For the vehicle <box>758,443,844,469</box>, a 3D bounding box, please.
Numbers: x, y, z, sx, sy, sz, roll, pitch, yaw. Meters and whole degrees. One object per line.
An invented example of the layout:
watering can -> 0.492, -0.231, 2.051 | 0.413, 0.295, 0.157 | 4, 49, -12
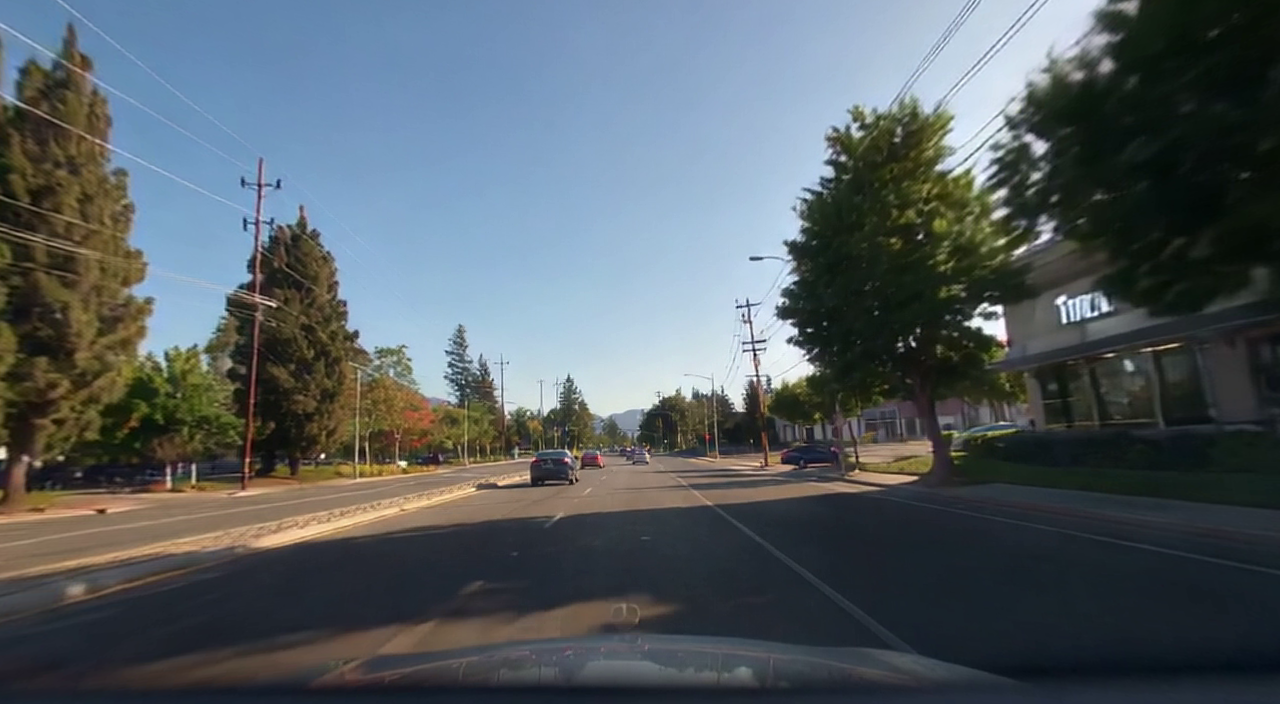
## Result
vehicle -> 10.303, 6.668, 40.509 | 4.885, 1.576, 2.024 | 0, -9, -6

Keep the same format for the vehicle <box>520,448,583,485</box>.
vehicle -> -3.677, 4.870, 27.030 | 2.076, 1.444, 4.328 | 0, -9, 0
